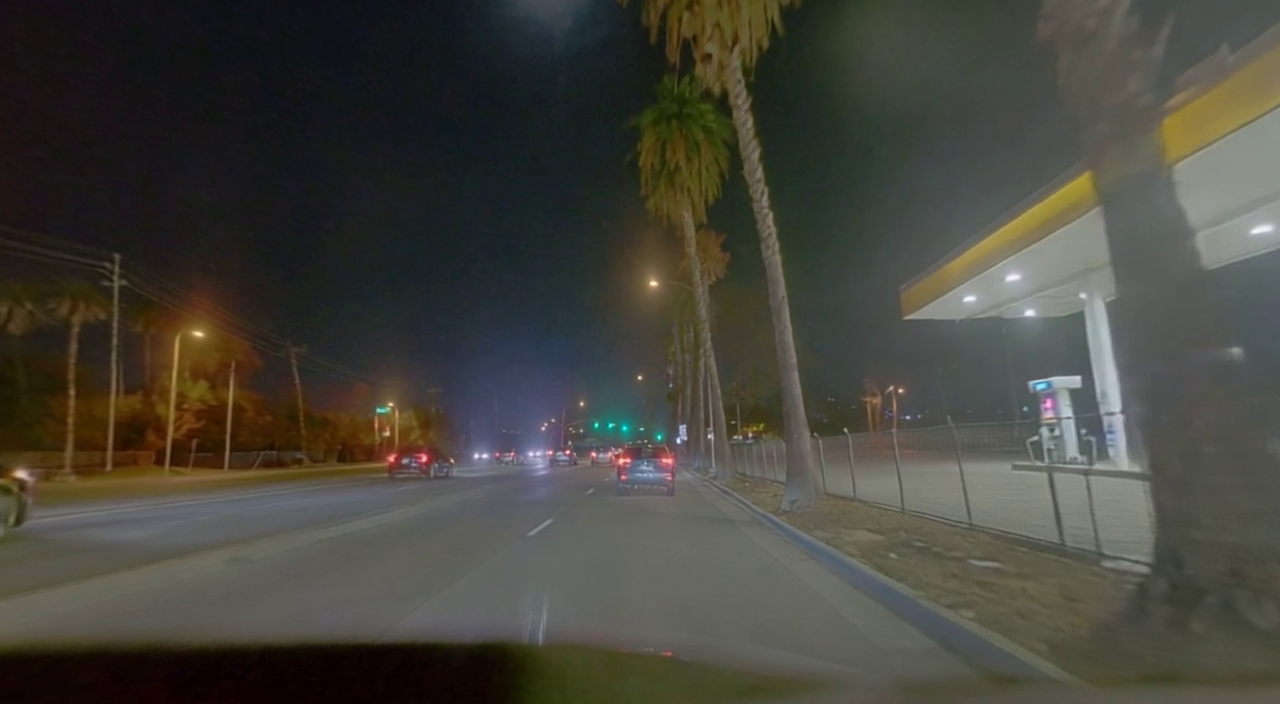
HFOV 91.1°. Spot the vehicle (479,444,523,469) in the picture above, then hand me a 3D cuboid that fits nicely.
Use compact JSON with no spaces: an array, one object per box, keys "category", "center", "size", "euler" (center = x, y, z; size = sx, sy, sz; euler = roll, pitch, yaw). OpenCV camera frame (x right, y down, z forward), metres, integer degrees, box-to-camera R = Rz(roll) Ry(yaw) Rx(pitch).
[{"category":"vehicle","center":[-10.101,7.613,46.024],"size":[1.998,1.731,4.952],"euler":[0,-9,2]}]

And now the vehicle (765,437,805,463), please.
[{"category":"vehicle","center":[8.620,5.755,37.039],"size":[1.837,1.416,3.947],"euler":[-3,-9,19]}]

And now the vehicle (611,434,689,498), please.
[{"category":"vehicle","center":[0.323,3.374,18.968],"size":[2.121,1.710,3.893],"euler":[0,-9,2]}]

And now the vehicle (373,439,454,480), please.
[{"category":"vehicle","center":[-10.221,4.869,28.726],"size":[1.965,1.743,4.327],"euler":[0,-9,2]}]
